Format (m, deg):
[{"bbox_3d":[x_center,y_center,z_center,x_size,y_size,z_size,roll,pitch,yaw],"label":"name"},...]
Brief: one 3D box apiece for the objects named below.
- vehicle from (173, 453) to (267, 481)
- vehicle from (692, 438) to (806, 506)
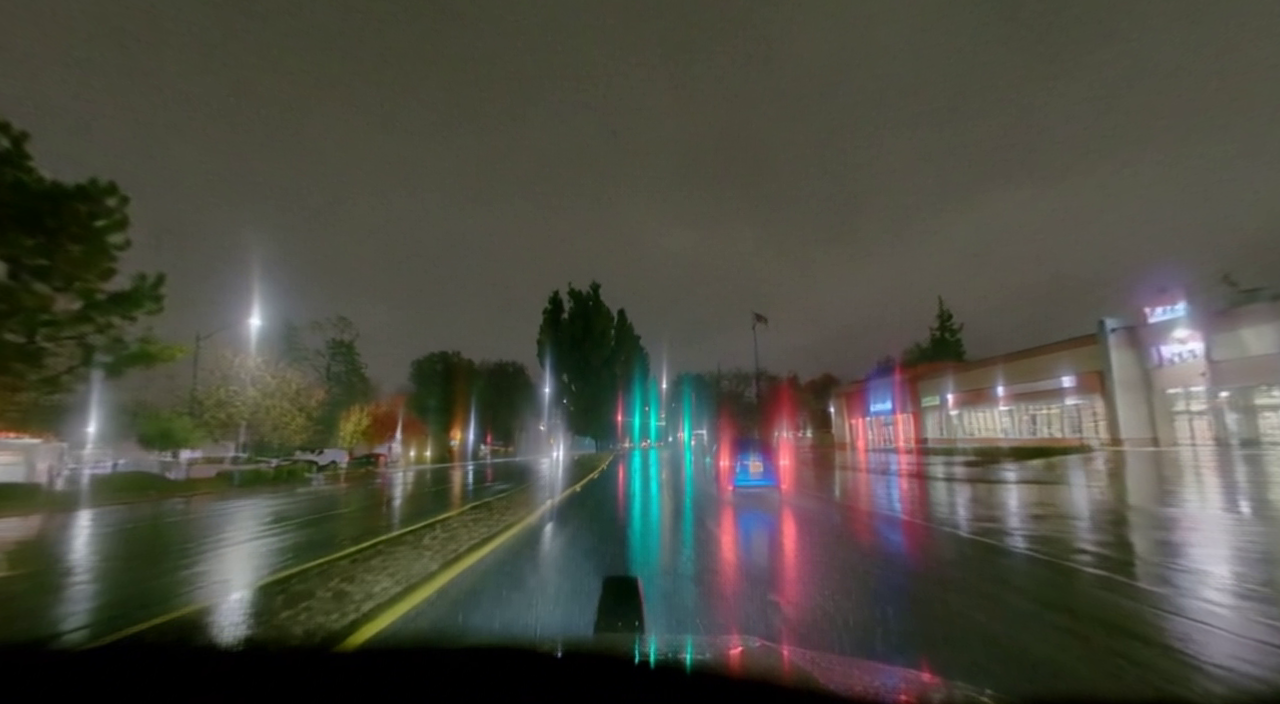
[{"bbox_3d":[-28.214,7.727,42.488,5.029,1.760,2.153,5,-10,-30],"label":"vehicle"},{"bbox_3d":[2.572,2.954,15.999,2.015,1.479,4.444,0,-8,-1],"label":"vehicle"}]
